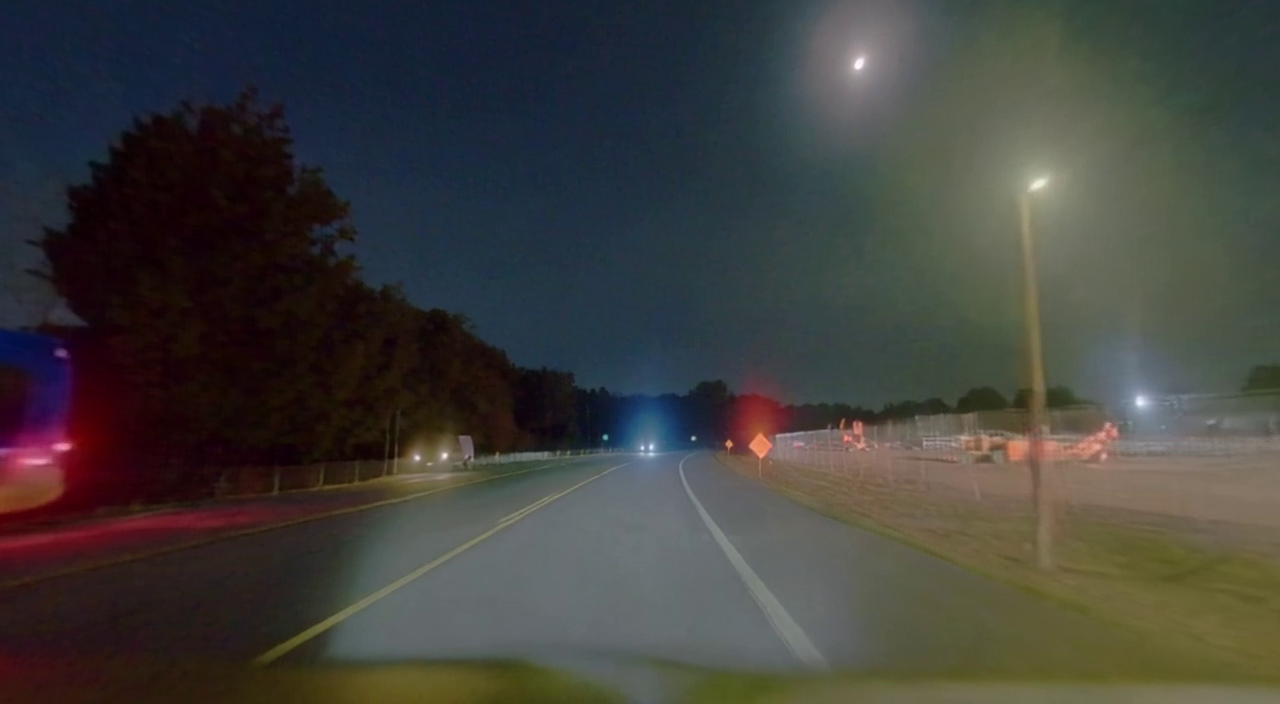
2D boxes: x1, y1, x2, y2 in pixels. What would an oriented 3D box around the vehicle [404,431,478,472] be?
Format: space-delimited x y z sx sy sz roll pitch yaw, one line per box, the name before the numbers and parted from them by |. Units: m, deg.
vehicle | -11.184 5.625 36.065 2.244 2.022 6.102 -2 -8 0
